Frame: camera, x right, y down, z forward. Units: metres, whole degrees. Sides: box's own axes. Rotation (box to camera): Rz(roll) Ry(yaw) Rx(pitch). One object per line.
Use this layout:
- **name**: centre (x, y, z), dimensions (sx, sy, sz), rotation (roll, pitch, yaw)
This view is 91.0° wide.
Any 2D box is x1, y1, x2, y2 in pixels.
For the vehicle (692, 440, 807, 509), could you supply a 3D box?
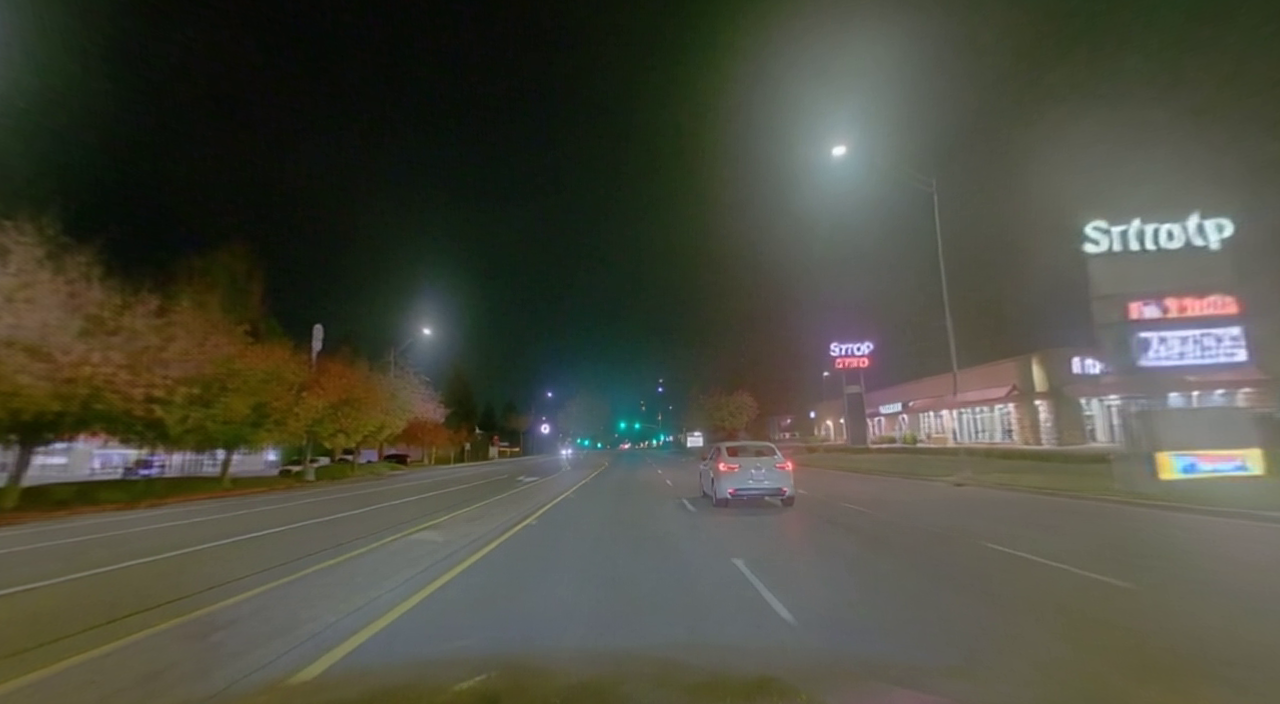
- **vehicle**: centre (2.566, 2.997, 15.937), dimensions (2.015, 1.479, 4.444), rotation (0, -9, -1)
